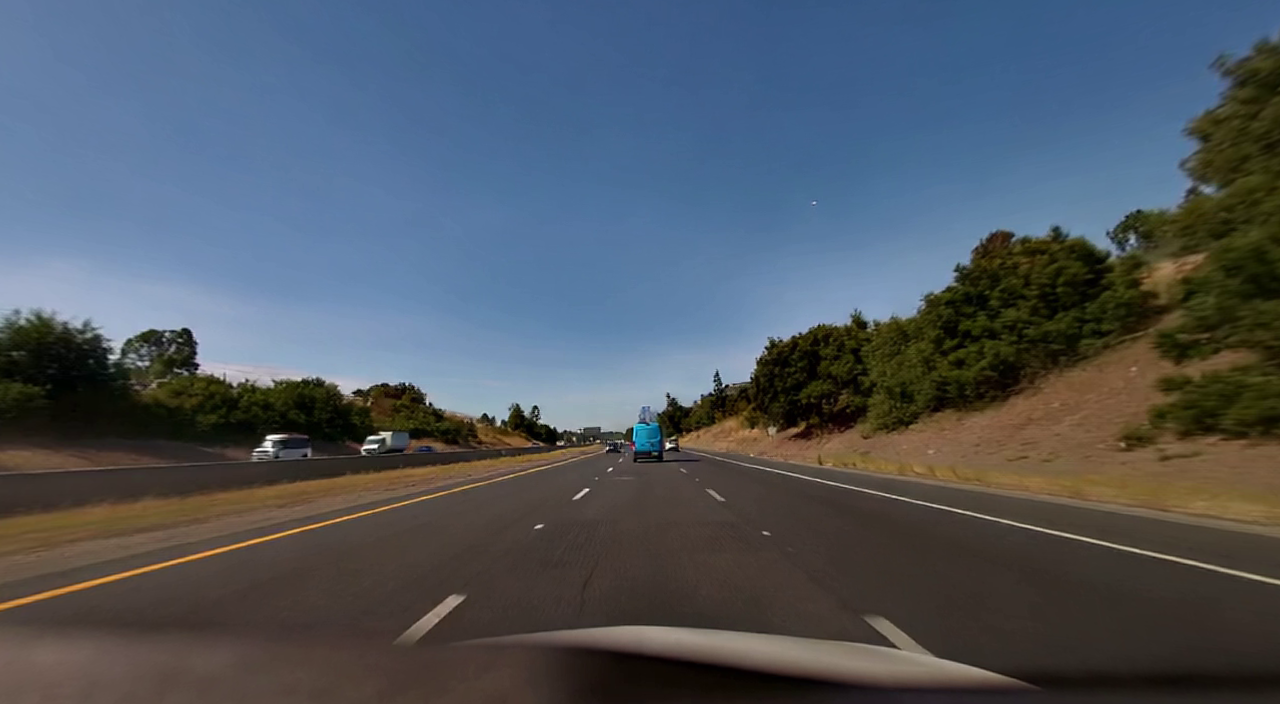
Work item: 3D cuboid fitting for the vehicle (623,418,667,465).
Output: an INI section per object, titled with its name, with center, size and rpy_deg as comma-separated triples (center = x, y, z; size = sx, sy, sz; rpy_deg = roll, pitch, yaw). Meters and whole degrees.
[vehicle]
center = 0.258, 5.146, 36.141
size = 2.329, 2.483, 5.428
rpy_deg = 0, -8, 0
